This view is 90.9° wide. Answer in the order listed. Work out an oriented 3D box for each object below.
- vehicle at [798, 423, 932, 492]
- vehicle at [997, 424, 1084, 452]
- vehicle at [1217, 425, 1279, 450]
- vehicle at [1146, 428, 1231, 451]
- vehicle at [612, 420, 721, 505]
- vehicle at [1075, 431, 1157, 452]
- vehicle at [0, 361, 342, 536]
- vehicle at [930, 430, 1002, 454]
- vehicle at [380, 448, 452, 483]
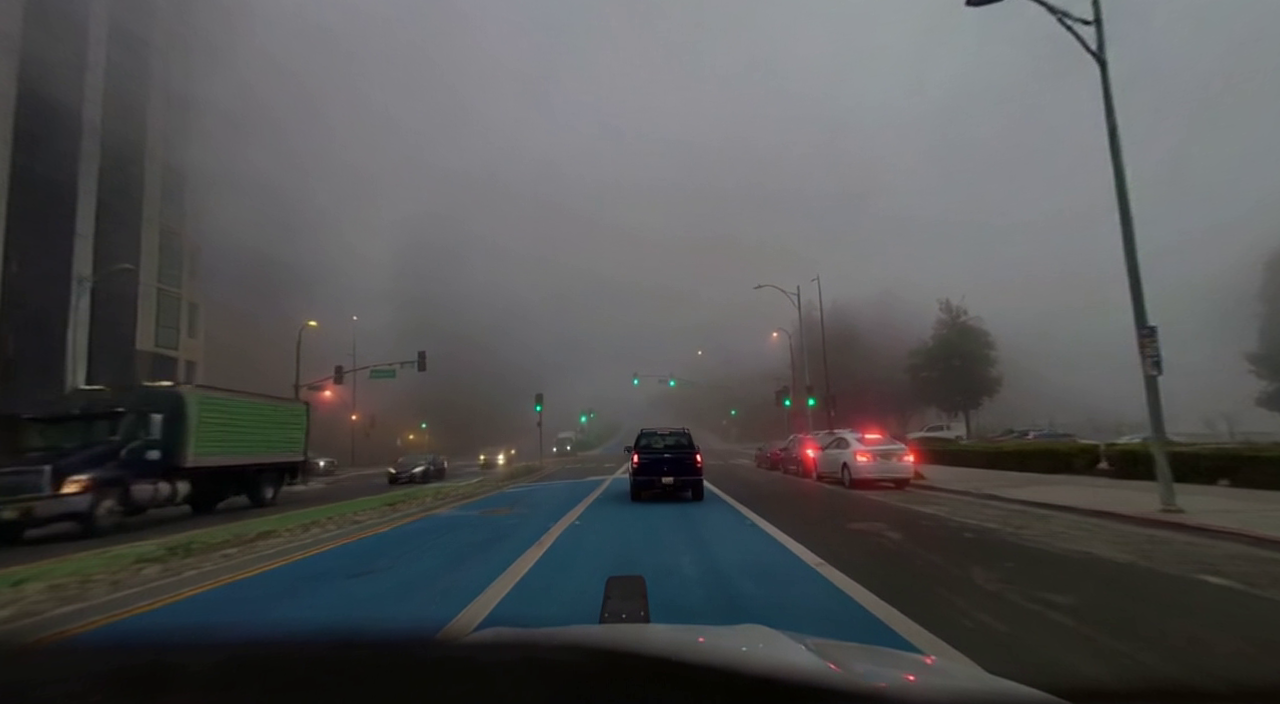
[{"bbox_3d":[6.660,3.214,19.408,2.205,1.823,5.078,0,-9,0],"label":"vehicle"},{"bbox_3d":[28.435,6.157,44.903,4.655,1.852,2.161,-1,-10,-2],"label":"vehicle"},{"bbox_3d":[43.946,6.095,44.657,3.934,1.710,2.114,-1,-9,4],"label":"vehicle"},{"bbox_3d":[38.859,6.220,44.764,4.286,1.625,1.809,0,-8,0],"label":"vehicle"},{"bbox_3d":[0.515,2.649,15.461,2.283,1.773,4.255,0,-9,-1],"label":"vehicle"},{"bbox_3d":[33.705,6.361,44.742,4.275,1.487,1.781,0,-9,1],"label":"vehicle"},{"bbox_3d":[-13.542,2.953,19.514,3.101,3.878,10.902,0,-9,1],"label":"vehicle"},{"bbox_3d":[23.207,6.412,44.990,3.973,1.623,2.024,-1,-9,0],"label":"vehicle"},{"bbox_3d":[-10.688,5.426,30.447,2.019,1.547,4.315,0,-9,-2],"label":"vehicle"}]
